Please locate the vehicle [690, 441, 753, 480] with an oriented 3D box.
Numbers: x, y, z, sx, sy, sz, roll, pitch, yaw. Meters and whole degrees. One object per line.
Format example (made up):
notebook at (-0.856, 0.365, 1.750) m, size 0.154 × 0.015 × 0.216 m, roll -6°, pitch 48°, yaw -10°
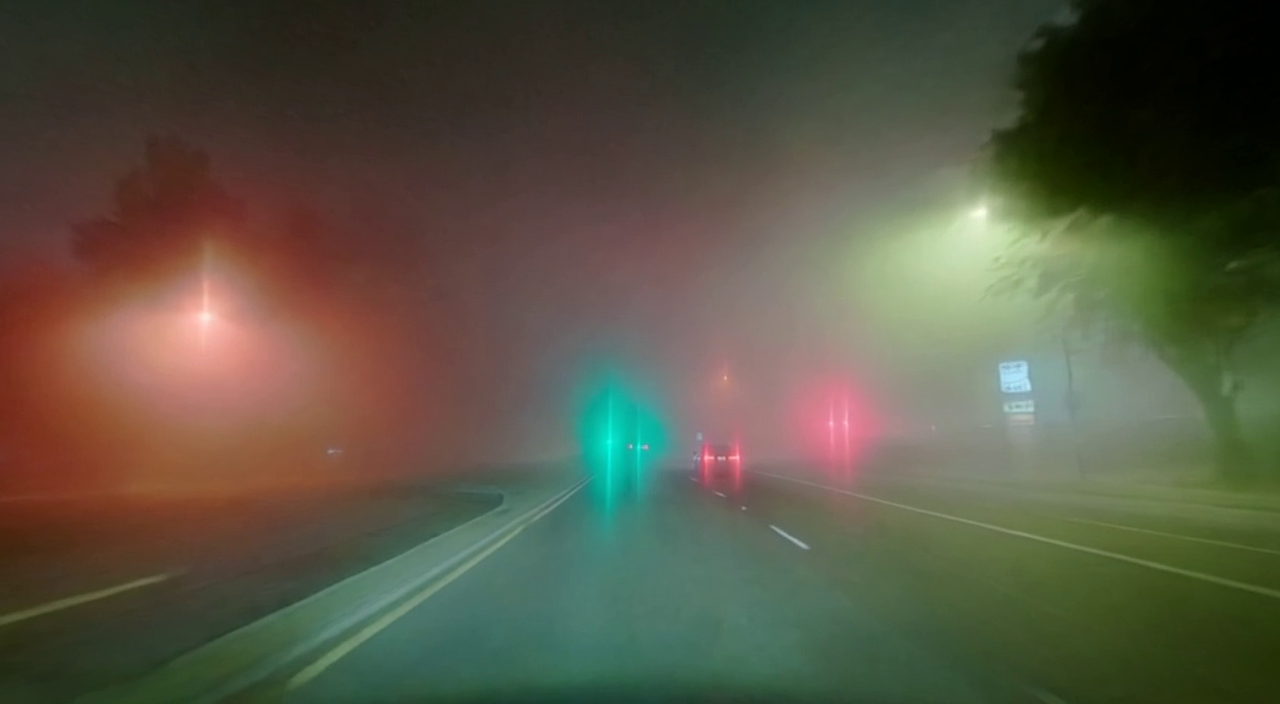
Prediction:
vehicle at (3.378, 4.600, 27.039) m, size 1.948 × 1.479 × 4.620 m, roll 0°, pitch -9°, yaw -1°
